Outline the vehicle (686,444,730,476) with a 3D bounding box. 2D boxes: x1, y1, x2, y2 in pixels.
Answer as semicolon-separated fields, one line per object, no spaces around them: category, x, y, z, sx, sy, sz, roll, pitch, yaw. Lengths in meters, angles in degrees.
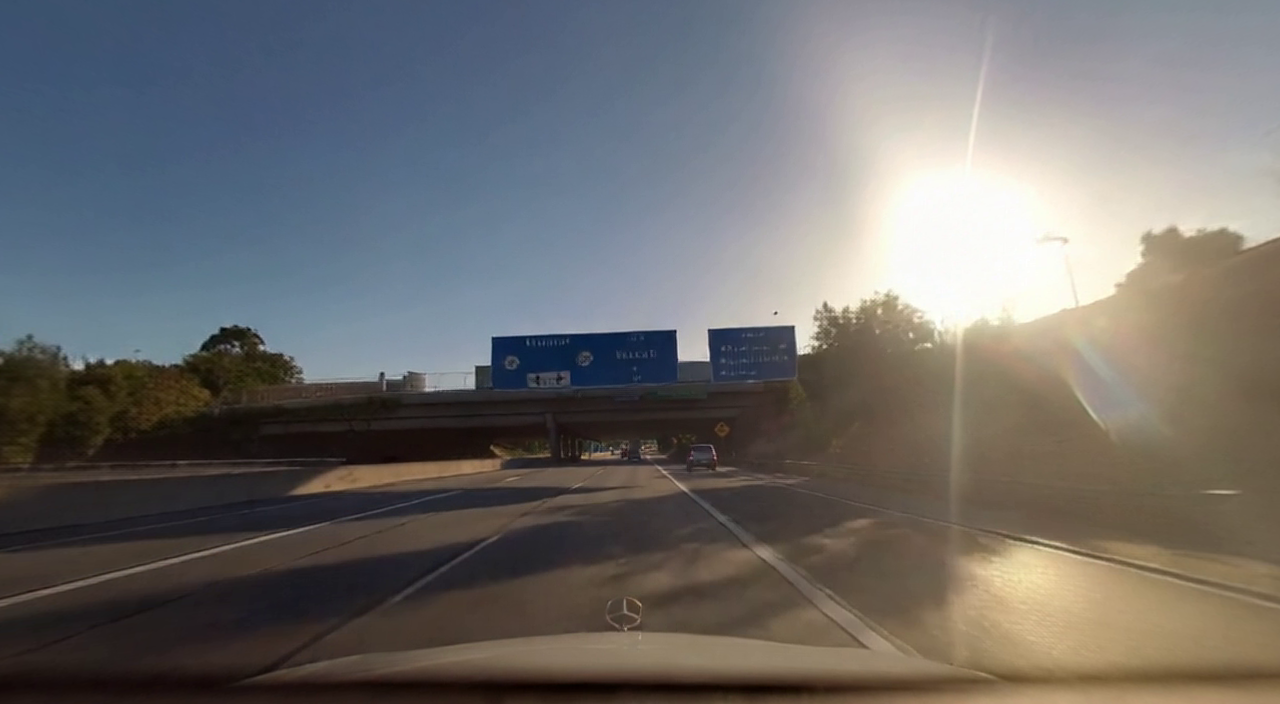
vehicle;3.943;6.344;37.337;2.133;1.746;4.511;0;-9;0
